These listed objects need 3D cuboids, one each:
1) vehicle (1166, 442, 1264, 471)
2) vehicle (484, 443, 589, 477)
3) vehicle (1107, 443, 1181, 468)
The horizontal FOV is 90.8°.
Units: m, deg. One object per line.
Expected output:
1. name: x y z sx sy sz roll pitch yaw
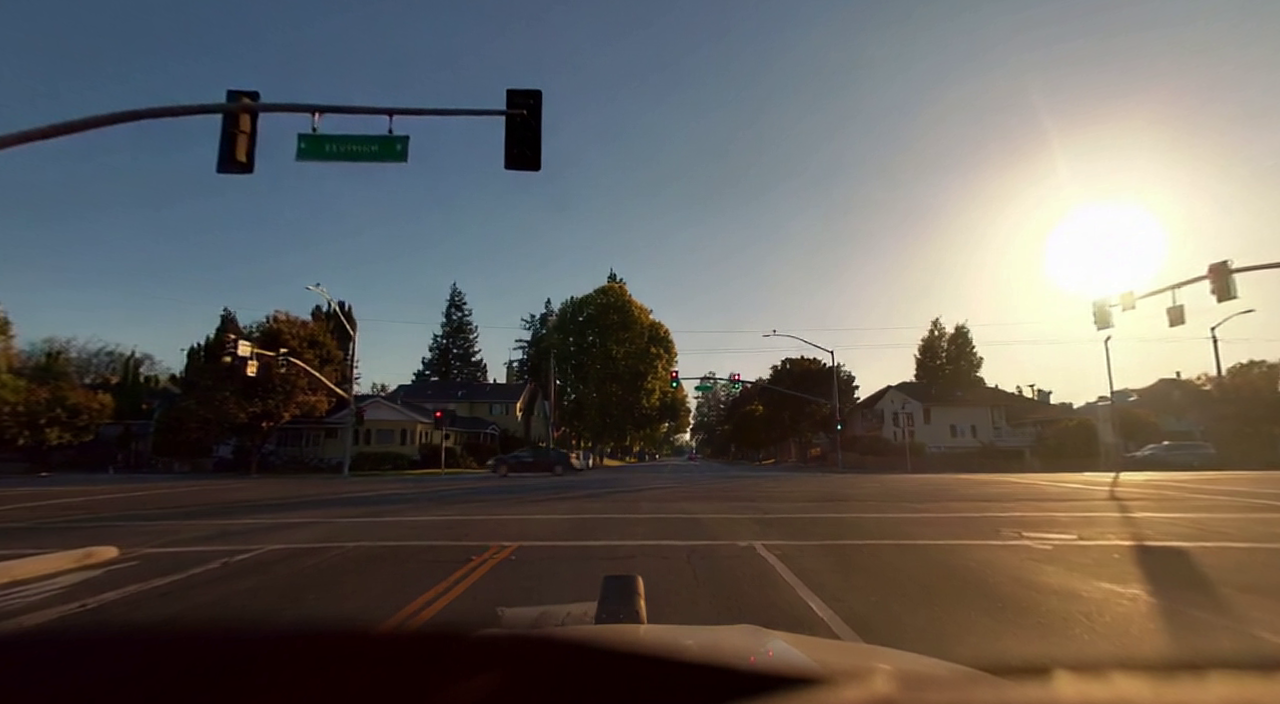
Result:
1. vehicle: 38.287 6.951 42.213 1.915 1.773 4.499 1 -9 -8
2. vehicle: -4.762 5.039 29.516 4.560 1.463 1.858 -1 -9 2
3. vehicle: 37.572 7.708 47.215 1.853 1.723 4.460 0 -9 1
